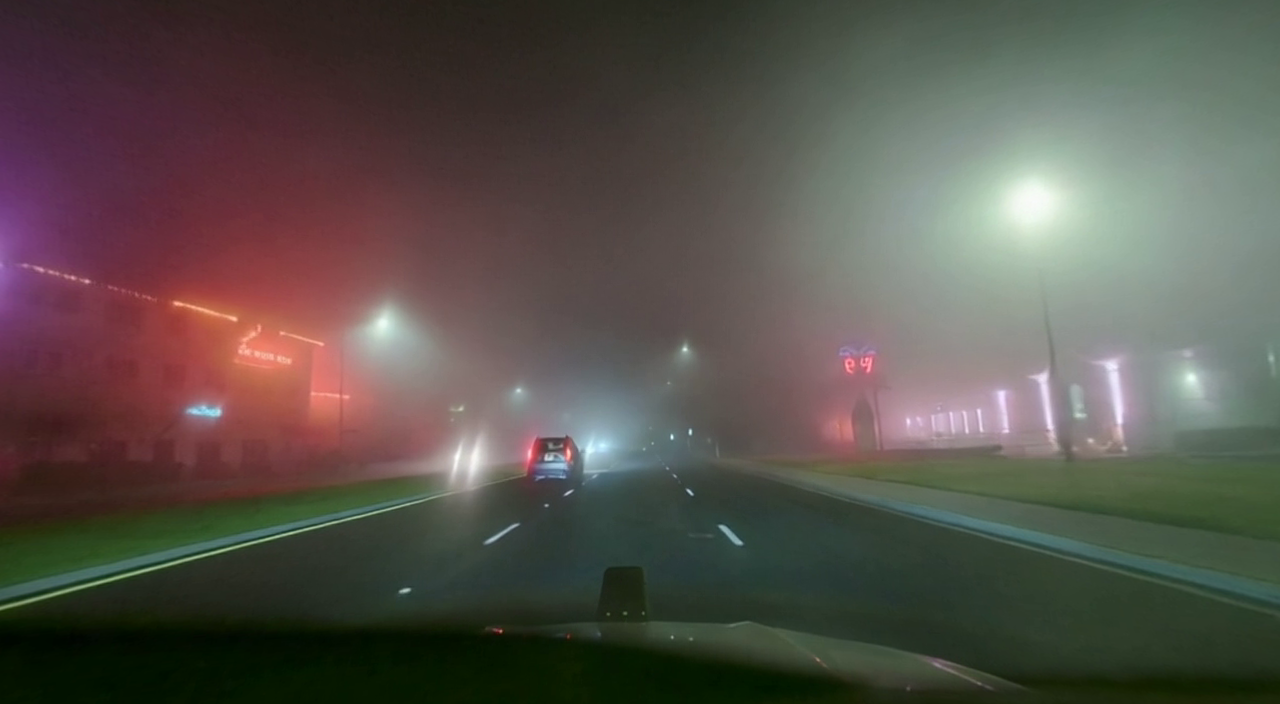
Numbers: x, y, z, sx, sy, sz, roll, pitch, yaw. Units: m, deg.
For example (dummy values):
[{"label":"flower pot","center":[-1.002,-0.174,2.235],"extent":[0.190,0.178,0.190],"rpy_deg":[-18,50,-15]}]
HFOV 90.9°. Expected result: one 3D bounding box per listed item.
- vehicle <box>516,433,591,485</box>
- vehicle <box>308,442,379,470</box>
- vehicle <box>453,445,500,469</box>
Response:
[{"label":"vehicle","center":[-3.041,3.888,23.214],"extent":[2.062,1.693,4.669],"rpy_deg":[0,-8,1]},{"label":"vehicle","center":[-22.093,7.778,47.315],"extent":[2.452,1.859,5.964],"rpy_deg":[-3,-9,0]},{"label":"vehicle","center":[-10.847,6.967,42.056],"extent":[1.930,1.480,4.115],"rpy_deg":[0,-9,1]}]
